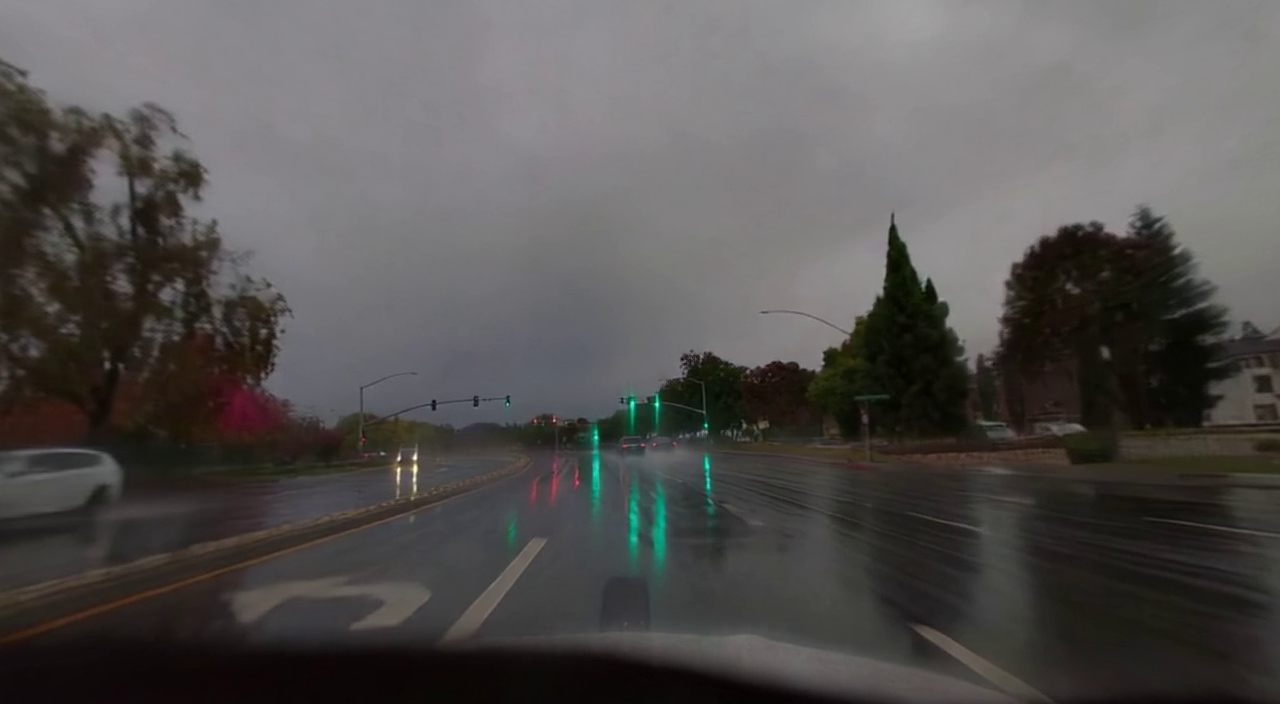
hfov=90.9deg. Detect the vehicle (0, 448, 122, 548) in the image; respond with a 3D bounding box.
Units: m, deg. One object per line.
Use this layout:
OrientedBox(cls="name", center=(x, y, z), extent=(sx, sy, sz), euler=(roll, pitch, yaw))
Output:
OrientedBox(cls="vehicle", center=(-13.059, 2.885, 12.362), extent=(2.124, 1.844, 4.520), euler=(-3, -8, -3))
